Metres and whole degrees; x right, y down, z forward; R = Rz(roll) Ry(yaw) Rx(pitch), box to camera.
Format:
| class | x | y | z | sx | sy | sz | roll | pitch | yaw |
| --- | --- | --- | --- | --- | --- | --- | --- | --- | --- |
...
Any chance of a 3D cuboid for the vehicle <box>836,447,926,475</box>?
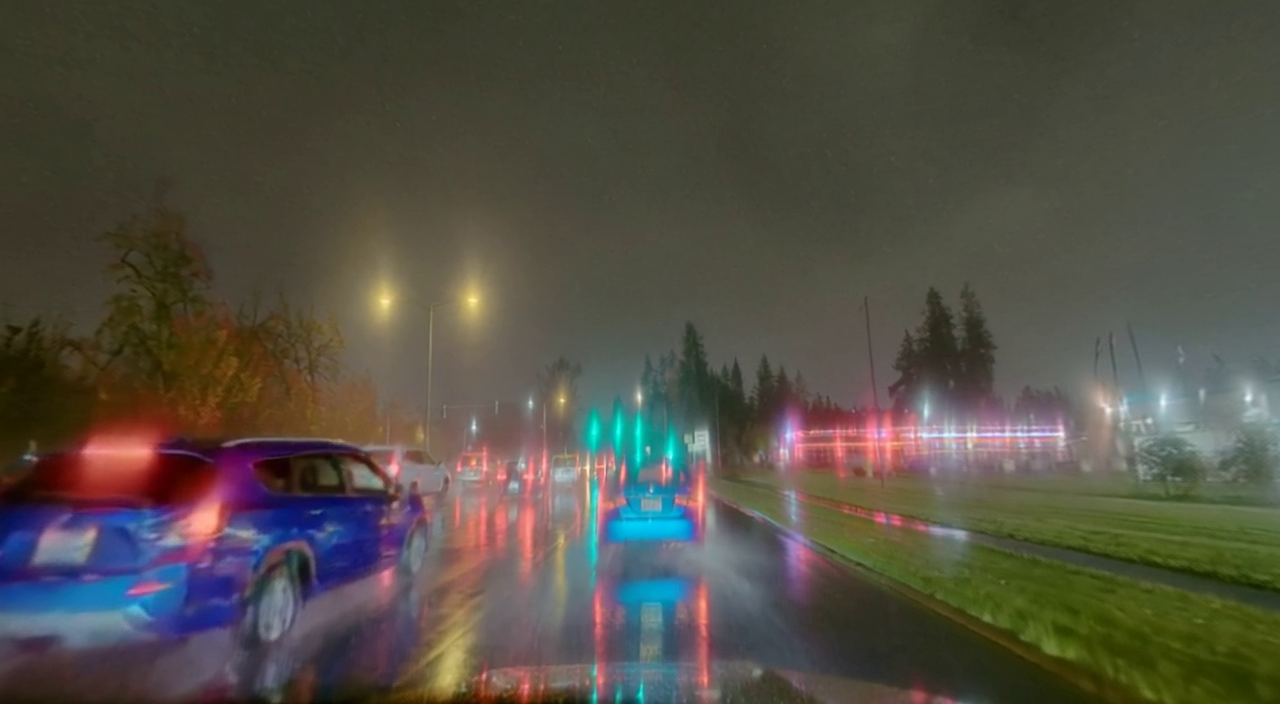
| class | x | y | z | sx | sy | sz | roll | pitch | yaw |
| --- | --- | --- | --- | --- | --- | --- | --- | --- | --- |
| vehicle | 18.349 | 8.286 | 48.145 | 5.852 | 1.962 | 2.323 | -8 | -12 | 42 |

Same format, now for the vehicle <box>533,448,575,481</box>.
| class | x | y | z | sx | sy | sz | roll | pitch | yaw |
| --- | --- | --- | --- | --- | --- | --- | --- | --- | --- |
| vehicle | -6.324 | 8.364 | 47.096 | 2.348 | 2.250 | 5.004 | 0 | -9 | 1 |

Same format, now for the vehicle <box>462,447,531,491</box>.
| class | x | y | z | sx | sy | sz | roll | pitch | yaw |
| --- | --- | --- | --- | --- | --- | --- | --- | --- | --- |
| vehicle | -6.697 | 5.470 | 29.959 | 2.130 | 1.900 | 4.470 | 0 | -9 | 1 |

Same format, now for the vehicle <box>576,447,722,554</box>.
| class | x | y | z | sx | sy | sz | roll | pitch | yaw |
| --- | --- | --- | --- | --- | --- | --- | --- | --- | --- |
| vehicle | 0.170 | 2.434 | 11.069 | 2.091 | 1.494 | 3.962 | 0 | -9 | 1 |

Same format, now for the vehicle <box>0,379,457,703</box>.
| class | x | y | z | sx | sy | sz | roll | pitch | yaw |
| --- | --- | --- | --- | --- | --- | --- | --- | --- | --- |
| vehicle | -3.483 | 1.359 | 5.784 | 2.055 | 1.725 | 4.732 | 0 | -9 | 1 |

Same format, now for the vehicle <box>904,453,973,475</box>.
| class | x | y | z | sx | sy | sz | roll | pitch | yaw |
| --- | --- | --- | --- | --- | --- | --- | --- | --- | --- |
| vehicle | 22.580 | 8.465 | 47.647 | 4.220 | 1.550 | 1.935 | -10 | -13 | 43 |
